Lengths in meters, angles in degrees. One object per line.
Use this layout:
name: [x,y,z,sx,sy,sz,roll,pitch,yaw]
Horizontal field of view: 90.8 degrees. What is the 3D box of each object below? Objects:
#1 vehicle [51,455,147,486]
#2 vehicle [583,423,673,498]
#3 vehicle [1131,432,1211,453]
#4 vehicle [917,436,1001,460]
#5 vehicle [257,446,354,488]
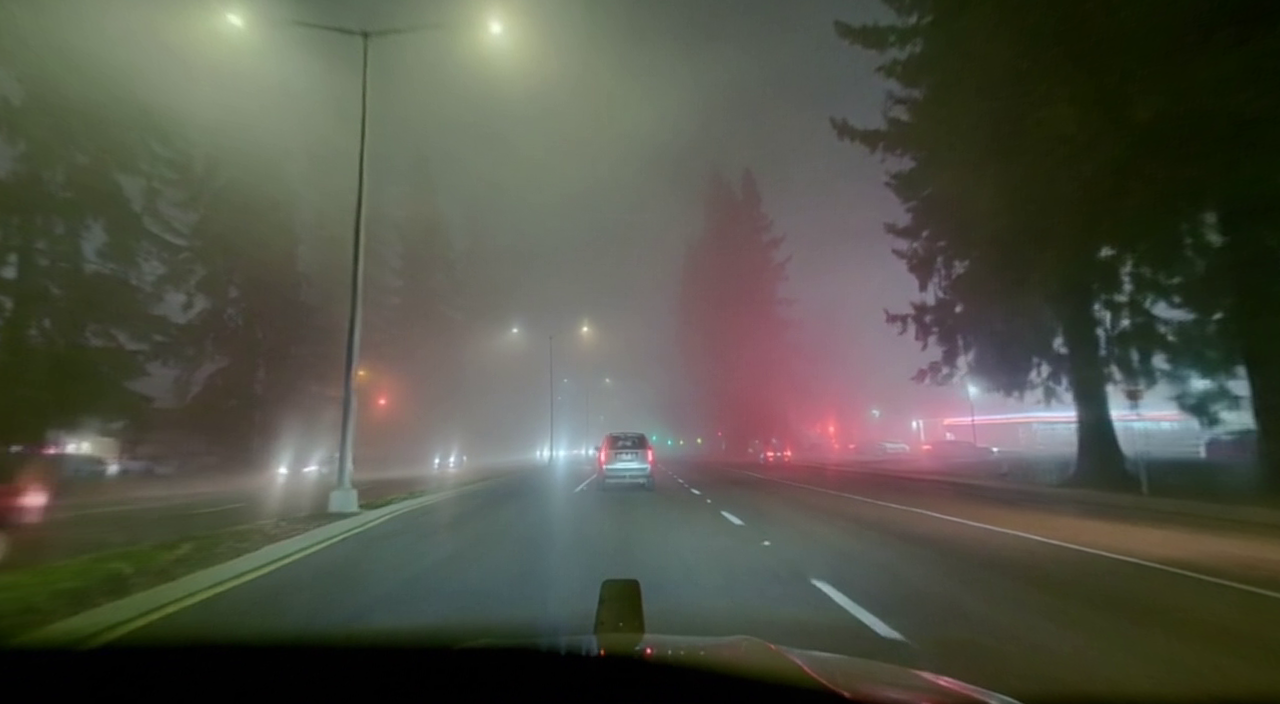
vehicle: [-28.948,6.329,33.864,3.520,1.405,1.750,-2,-9,-1]
vehicle: [-0.459,3.121,18.590,2.300,1.870,4.936,0,-8,-4]
vehicle: [39.822,6.802,47.441,4.167,1.455,2.067,0,-8,0]
vehicle: [20.695,6.242,41.137,4.339,1.456,2.030,0,-8,-3]
vehicle: [-16.349,5.600,31.189,2.127,1.836,4.833,0,-8,0]
